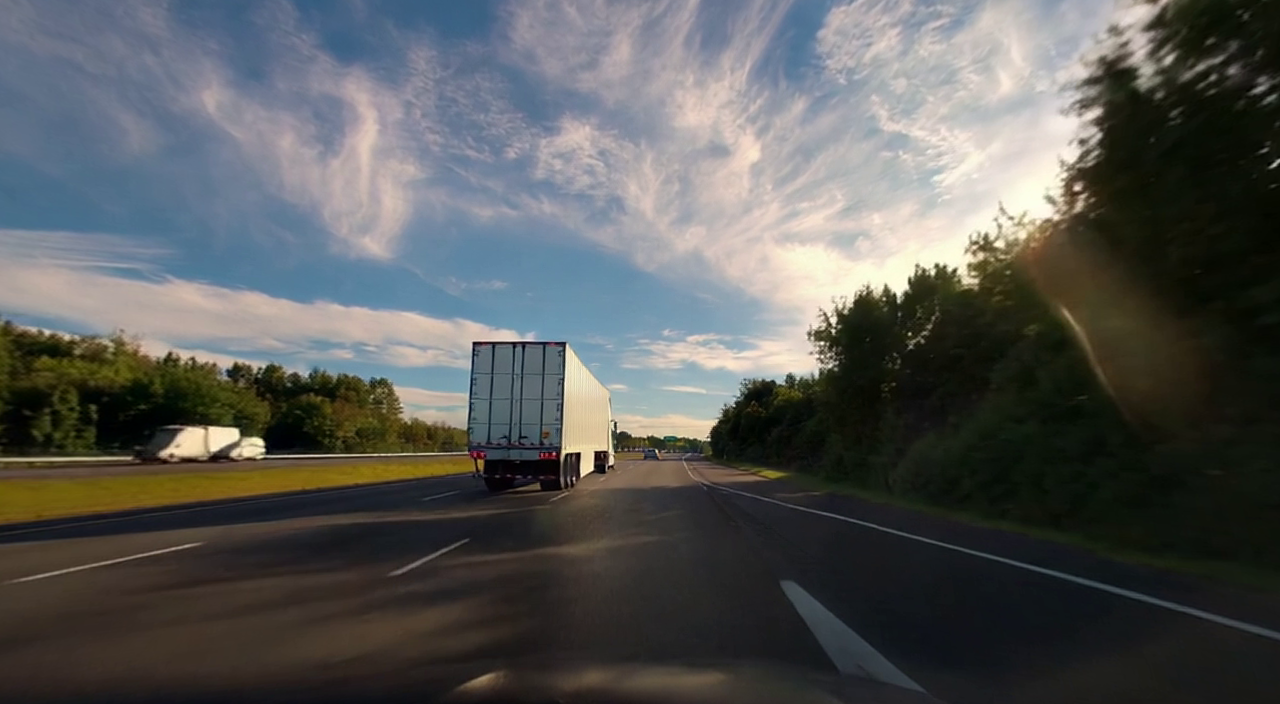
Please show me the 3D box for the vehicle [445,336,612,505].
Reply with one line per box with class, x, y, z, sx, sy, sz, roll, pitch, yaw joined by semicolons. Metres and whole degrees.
vehicle;-3.008;2.729;22.573;2.851;4.098;14.436;0;-9;2
